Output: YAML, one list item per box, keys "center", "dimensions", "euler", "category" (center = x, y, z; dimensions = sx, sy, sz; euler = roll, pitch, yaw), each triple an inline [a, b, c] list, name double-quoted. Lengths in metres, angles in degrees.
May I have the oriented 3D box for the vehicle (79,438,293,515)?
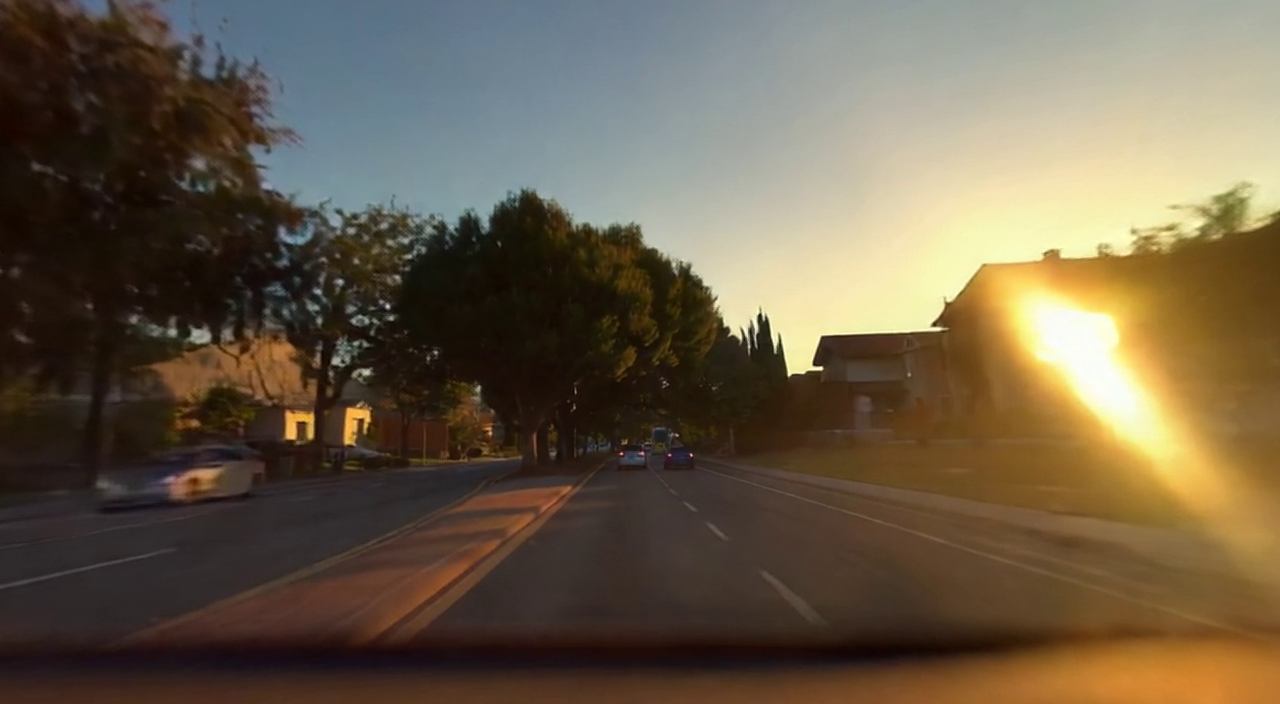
- center: [-11.436, 3.127, 16.493]
  dimensions: [2.107, 1.684, 4.707]
  euler: [0, -8, -1]
  category: "vehicle"

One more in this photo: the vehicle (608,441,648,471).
- center: [-0.605, 5.521, 33.832]
  dimensions: [2.018, 1.511, 3.993]
  euler: [0, -8, 0]
  category: "vehicle"

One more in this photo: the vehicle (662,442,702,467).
- center: [2.607, 6.470, 40.048]
  dimensions: [2.057, 1.496, 4.401]
  euler: [0, -8, -2]
  category: "vehicle"
